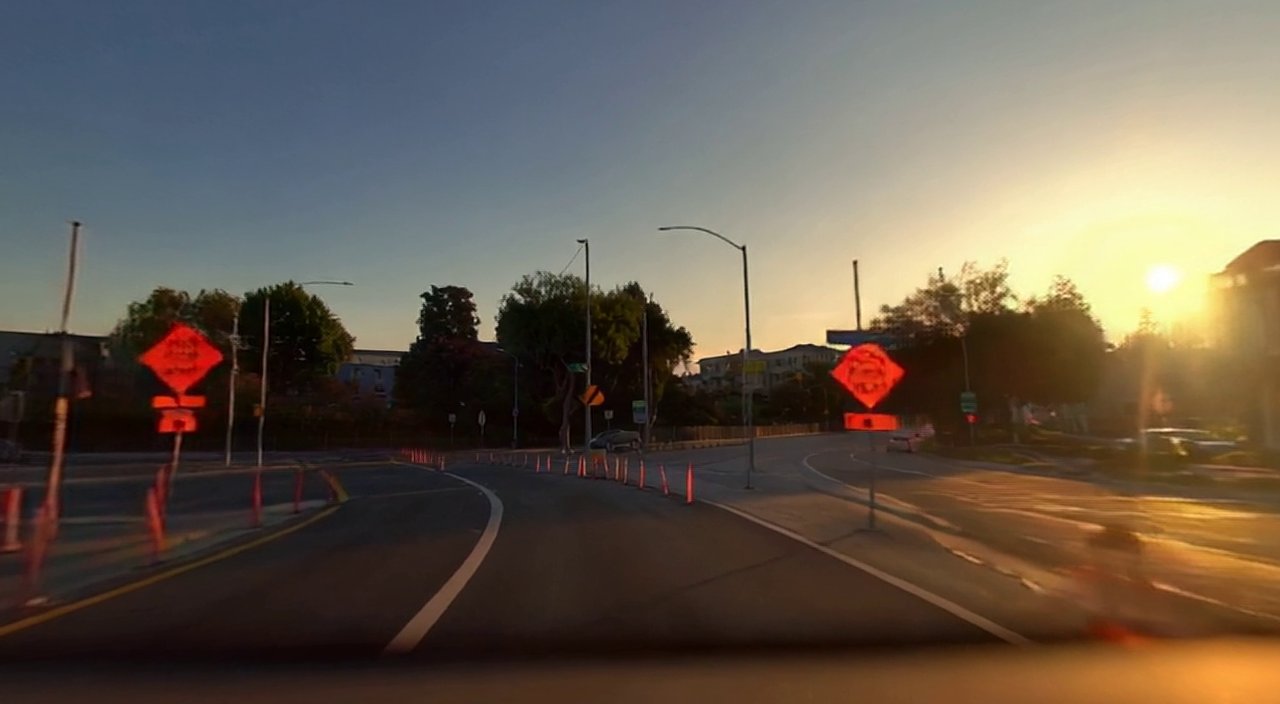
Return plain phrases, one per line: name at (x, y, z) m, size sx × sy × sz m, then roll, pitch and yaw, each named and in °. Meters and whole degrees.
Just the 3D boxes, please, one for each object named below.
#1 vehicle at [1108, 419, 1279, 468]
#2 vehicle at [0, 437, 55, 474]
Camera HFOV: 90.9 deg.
vehicle at (21.054, 3.490, 24.049) m, size 4.615 × 1.738 × 1.990 m, roll -1°, pitch -9°, yaw 9°
vehicle at (-31.548, 5.207, 31.878) m, size 4.292 × 1.734 × 2.159 m, roll -7°, pitch -11°, yaw 40°
